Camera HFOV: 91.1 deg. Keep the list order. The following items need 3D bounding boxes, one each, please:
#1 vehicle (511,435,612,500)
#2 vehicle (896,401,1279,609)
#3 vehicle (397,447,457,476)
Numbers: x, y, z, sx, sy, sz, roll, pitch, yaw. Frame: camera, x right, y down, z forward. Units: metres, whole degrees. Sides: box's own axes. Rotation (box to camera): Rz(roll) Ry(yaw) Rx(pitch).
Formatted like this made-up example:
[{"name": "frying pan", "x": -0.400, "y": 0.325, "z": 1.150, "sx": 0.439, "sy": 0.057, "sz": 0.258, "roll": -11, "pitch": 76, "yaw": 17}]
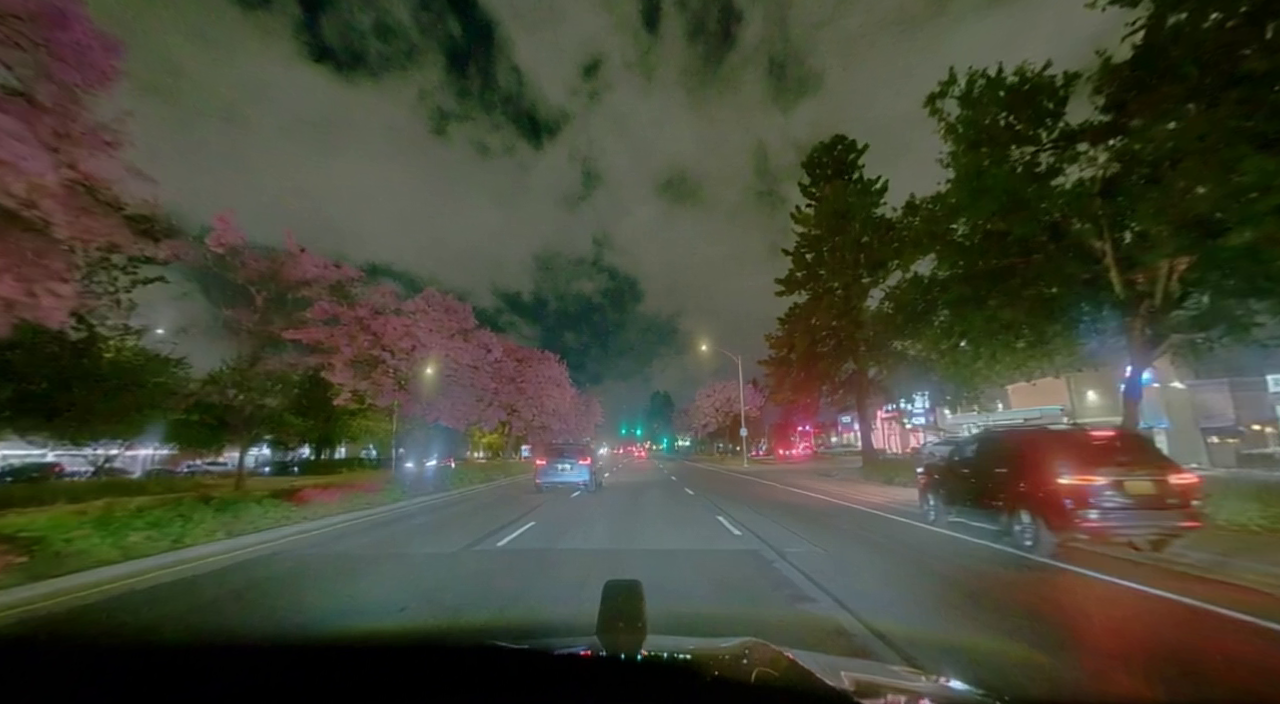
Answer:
[{"name": "vehicle", "x": -2.159, "y": 3.362, "z": 18.753, "sx": 2.149, "sy": 1.701, "sz": 4.379, "roll": 0, "pitch": -8, "yaw": 4}, {"name": "vehicle", "x": 5.151, "y": 1.713, "z": 8.175, "sx": 2.363, "sy": 1.781, "sz": 5.156, "roll": -1, "pitch": -8, "yaw": 11}, {"name": "vehicle", "x": -12.786, "y": 6.575, "z": 37.970, "sx": 2.071, "sy": 1.619, "sz": 4.567, "roll": 0, "pitch": -8, "yaw": -1}]
